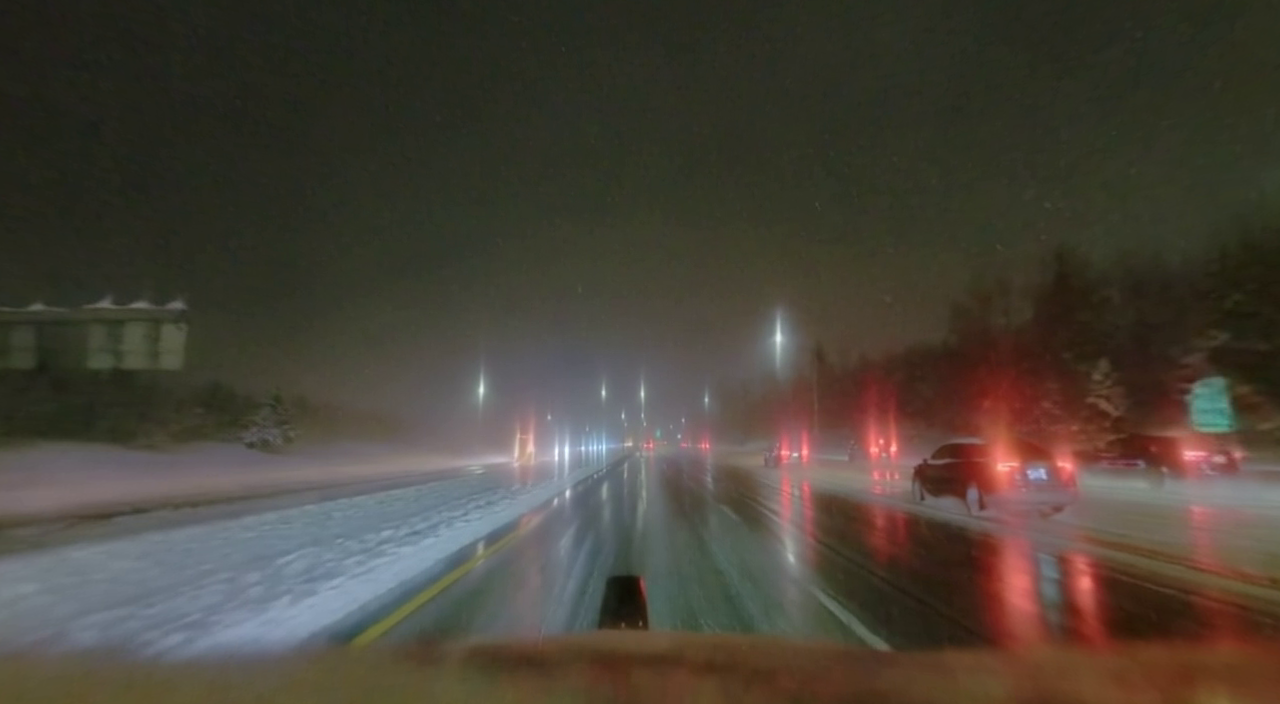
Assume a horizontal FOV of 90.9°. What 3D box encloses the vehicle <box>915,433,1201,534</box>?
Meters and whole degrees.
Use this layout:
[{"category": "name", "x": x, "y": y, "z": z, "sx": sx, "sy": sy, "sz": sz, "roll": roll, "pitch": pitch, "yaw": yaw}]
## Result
[{"category": "vehicle", "x": 7.437, "y": 2.351, "z": 12.067, "sx": 2.093, "sy": 1.525, "sz": 4.865, "roll": 0, "pitch": -8, "yaw": -1}]
